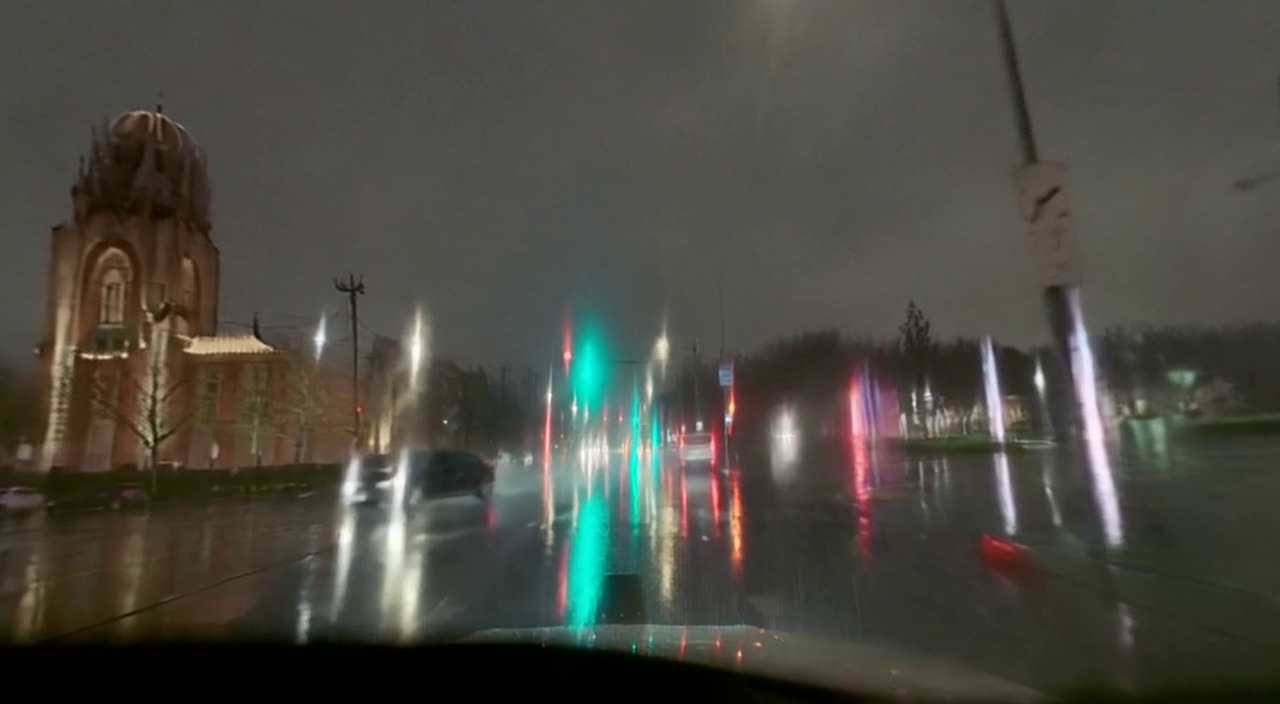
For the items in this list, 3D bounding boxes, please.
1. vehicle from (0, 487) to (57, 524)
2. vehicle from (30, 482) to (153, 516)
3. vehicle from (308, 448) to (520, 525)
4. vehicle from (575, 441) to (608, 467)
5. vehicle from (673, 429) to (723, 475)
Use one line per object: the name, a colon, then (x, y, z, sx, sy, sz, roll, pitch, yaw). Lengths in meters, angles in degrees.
vehicle: (-33.455, 8.092, 33.404, 3.529, 1.661, 1.695, -1, -5, 0)
vehicle: (-28.943, 7.754, 33.450, 4.439, 1.661, 2.071, 0, -11, -1)
vehicle: (-5.069, 3.024, 14.951, 1.881, 1.476, 4.620, -5, -10, 27)
vehicle: (-3.744, 7.957, 49.589, 2.293, 1.936, 4.737, 0, -8, -1)
vehicle: (2.732, 4.890, 30.955, 2.074, 2.041, 5.045, 0, -8, 1)
